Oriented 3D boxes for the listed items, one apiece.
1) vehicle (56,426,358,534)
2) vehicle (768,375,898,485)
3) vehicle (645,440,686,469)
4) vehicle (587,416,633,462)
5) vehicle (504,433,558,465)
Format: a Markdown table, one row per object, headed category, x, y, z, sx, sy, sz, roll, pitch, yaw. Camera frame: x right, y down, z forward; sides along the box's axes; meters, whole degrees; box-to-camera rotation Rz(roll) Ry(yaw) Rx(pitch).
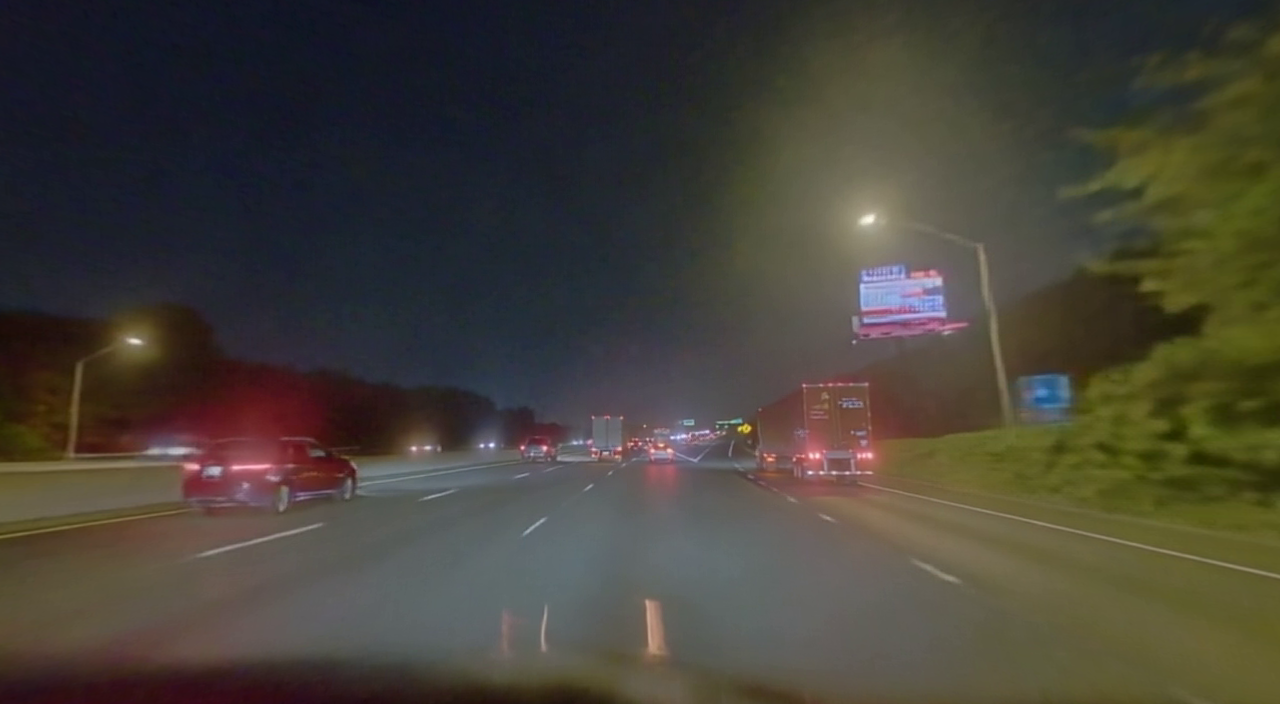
| category | x | y | z | sx | sy | sz | roll | pitch | yaw |
| --- | --- | --- | --- | --- | --- | --- | --- | --- | --- |
| vehicle | -7.079 | 2.128 | 11.119 | 1.950 | 1.485 | 4.589 | 0 | -8 | 2 |
| vehicle | 6.901 | 3.035 | 23.953 | 2.895 | 3.484 | 7.631 | -1 | -9 | 4 |
| vehicle | 1.345 | 5.551 | 34.336 | 2.105 | 1.502 | 4.068 | 0 | -8 | 1 |
| vehicle | -2.126 | 6.668 | 47.953 | 2.745 | 3.156 | 7.608 | 0 | -8 | 3 |
| vehicle | -6.763 | 6.097 | 39.744 | 2.272 | 1.850 | 5.156 | 0 | -8 | 2 |
